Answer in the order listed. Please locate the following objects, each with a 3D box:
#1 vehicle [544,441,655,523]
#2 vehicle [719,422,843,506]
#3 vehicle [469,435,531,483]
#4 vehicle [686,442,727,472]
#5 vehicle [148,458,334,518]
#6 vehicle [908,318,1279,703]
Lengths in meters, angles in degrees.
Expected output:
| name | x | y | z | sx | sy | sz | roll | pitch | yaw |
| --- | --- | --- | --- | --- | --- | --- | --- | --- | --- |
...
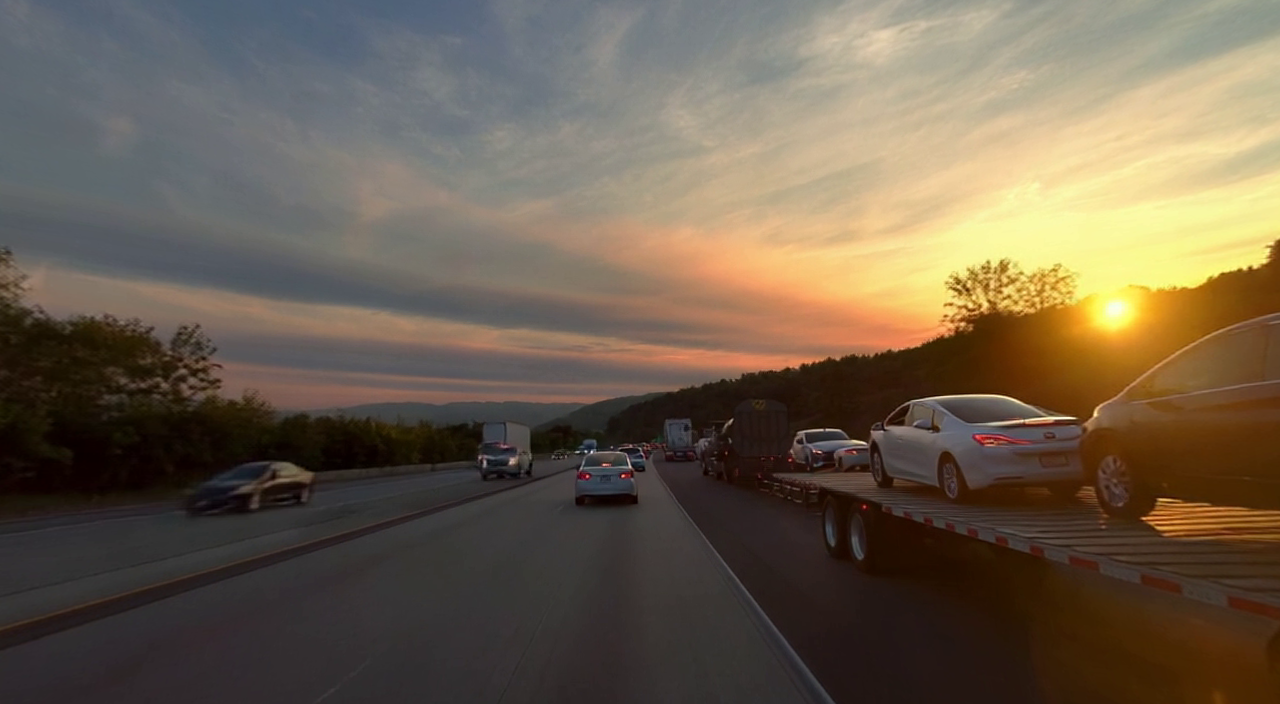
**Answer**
| name | x | y | z | sx | sy | sz | roll | pitch | yaw |
| --- | --- | --- | --- | --- | --- | --- | --- | --- | --- |
| vehicle | -0.712 | 2.644 | 13.258 | 1.991 | 1.466 | 3.675 | 0 | -9 | 0 |
| vehicle | 3.469 | 2.878 | 16.421 | 2.303 | 1.889 | 3.920 | 0 | -9 | 0 |
| vehicle | -8.277 | 6.390 | 37.976 | 2.385 | 2.627 | 5.771 | 0 | -9 | 0 |
| vehicle | 3.854 | 6.185 | 37.217 | 1.938 | 1.660 | 4.223 | 0 | -9 | -1 |
| vehicle | -11.811 | 4.039 | 19.235 | 2.431 | 1.508 | 4.935 | 0 | -9 | 0 |
| vehicle | 3.492 | 0.937 | 3.573 | 1.959 | 1.783 | 4.407 | 0 | -9 | 0 |
